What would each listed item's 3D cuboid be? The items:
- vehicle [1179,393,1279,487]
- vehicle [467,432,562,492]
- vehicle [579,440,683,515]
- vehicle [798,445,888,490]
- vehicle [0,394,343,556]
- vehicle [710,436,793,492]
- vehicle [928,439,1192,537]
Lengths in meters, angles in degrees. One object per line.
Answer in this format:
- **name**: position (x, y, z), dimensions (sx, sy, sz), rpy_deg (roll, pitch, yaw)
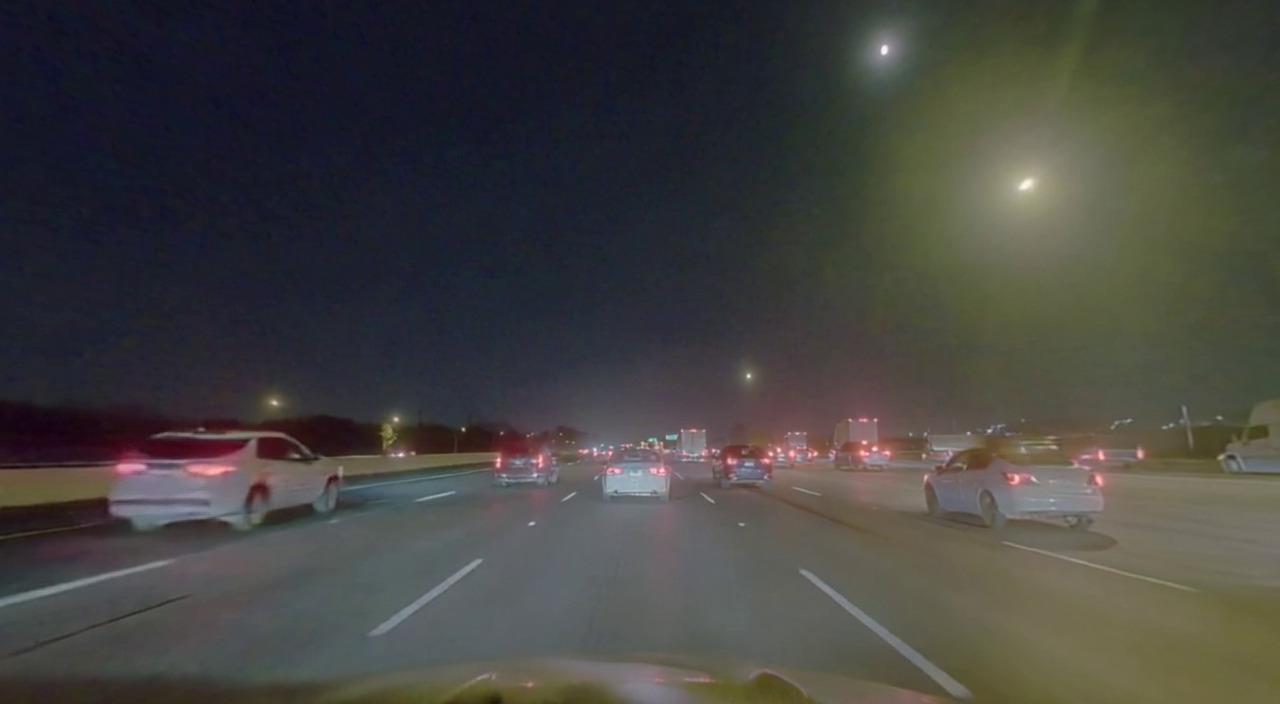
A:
- **vehicle**: position (29.230, 3.779, 27.306), dimensions (2.957, 4.007, 8.656), rpy_deg (0, -9, -8)
- **vehicle**: position (-3.935, 3.555, 20.665), dimensions (2.079, 1.741, 4.436), rpy_deg (0, -9, 2)
- **vehicle**: position (-0.151, 2.868, 14.905), dimensions (2.132, 1.499, 4.038), rpy_deg (0, -9, 1)
- **vehicle**: position (7.393, 4.216, 23.379), dimensions (1.942, 1.482, 4.250), rpy_deg (0, -9, 0)
- **vehicle**: position (-7.950, 1.987, 10.926), dimensions (2.487, 1.986, 6.157), rpy_deg (0, -9, 1)
- **vehicle**: position (3.610, 3.718, 21.165), dimensions (2.053, 1.666, 4.106), rpy_deg (0, -9, 0)
- **vehicle**: position (7.622, 2.485, 12.166), dimensions (2.021, 1.505, 4.480), rpy_deg (0, -9, 0)
